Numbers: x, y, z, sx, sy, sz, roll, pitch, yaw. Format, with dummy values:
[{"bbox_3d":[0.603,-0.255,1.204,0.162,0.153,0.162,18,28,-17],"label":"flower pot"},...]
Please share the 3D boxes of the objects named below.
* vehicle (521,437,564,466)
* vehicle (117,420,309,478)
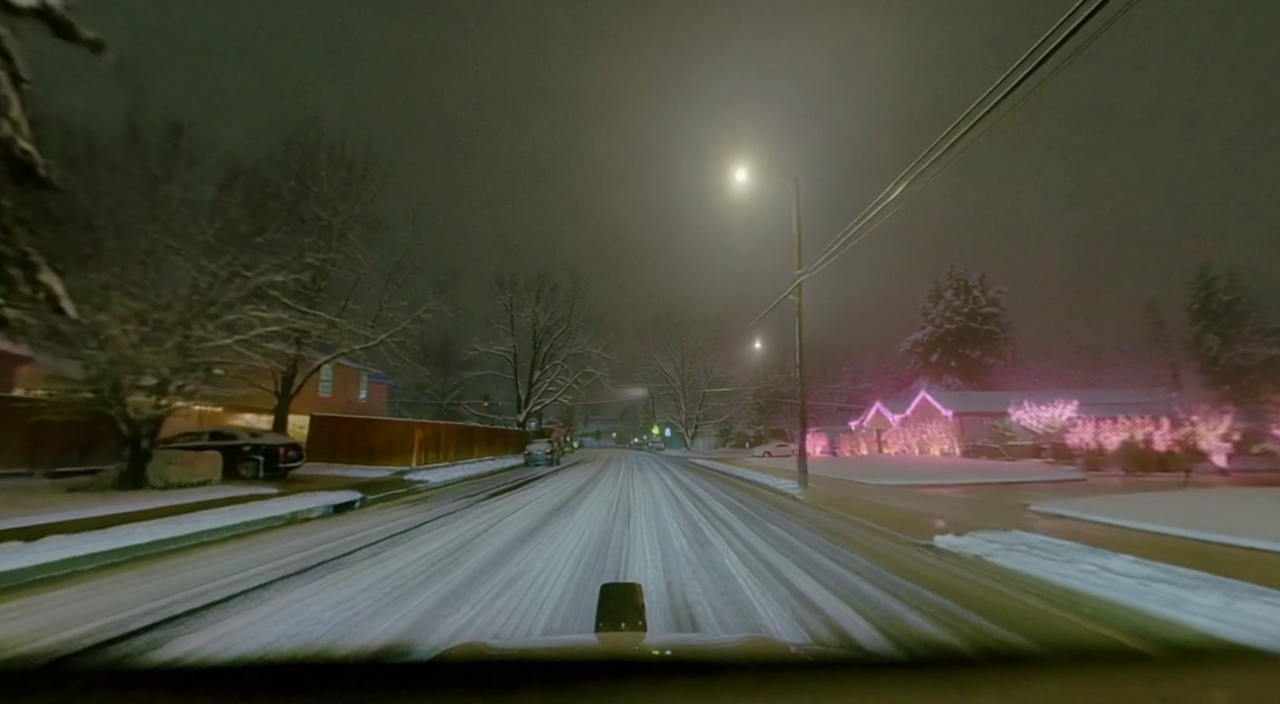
[{"bbox_3d":[-6.133,6.308,39.947,1.998,1.742,4.210,0,-8,1],"label":"vehicle"},{"bbox_3d":[-14.478,3.333,21.585,4.928,1.844,2.163,1,-8,-3],"label":"vehicle"}]
